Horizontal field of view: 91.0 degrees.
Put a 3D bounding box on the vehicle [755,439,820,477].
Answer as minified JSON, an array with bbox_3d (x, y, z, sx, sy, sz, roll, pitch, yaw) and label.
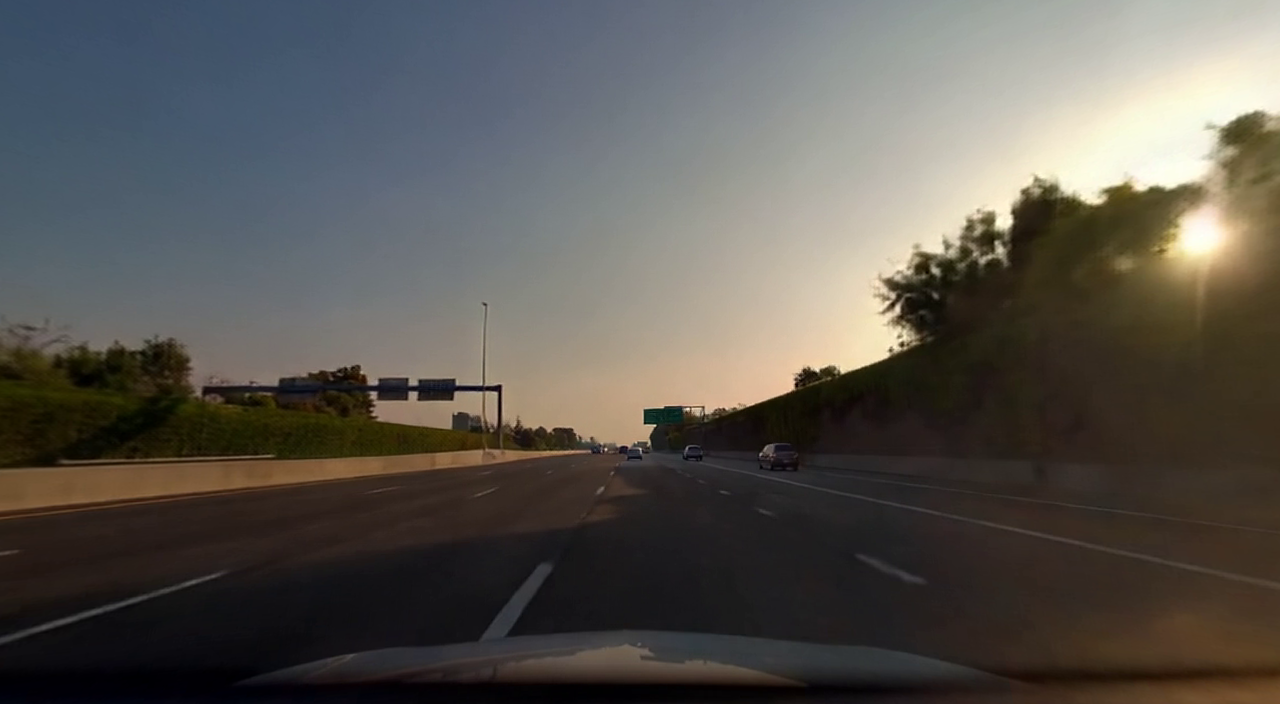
[{"bbox_3d":[7.432,5.377,32.214,2.167,1.781,4.340,0,-9,-1],"label":"vehicle"}]
